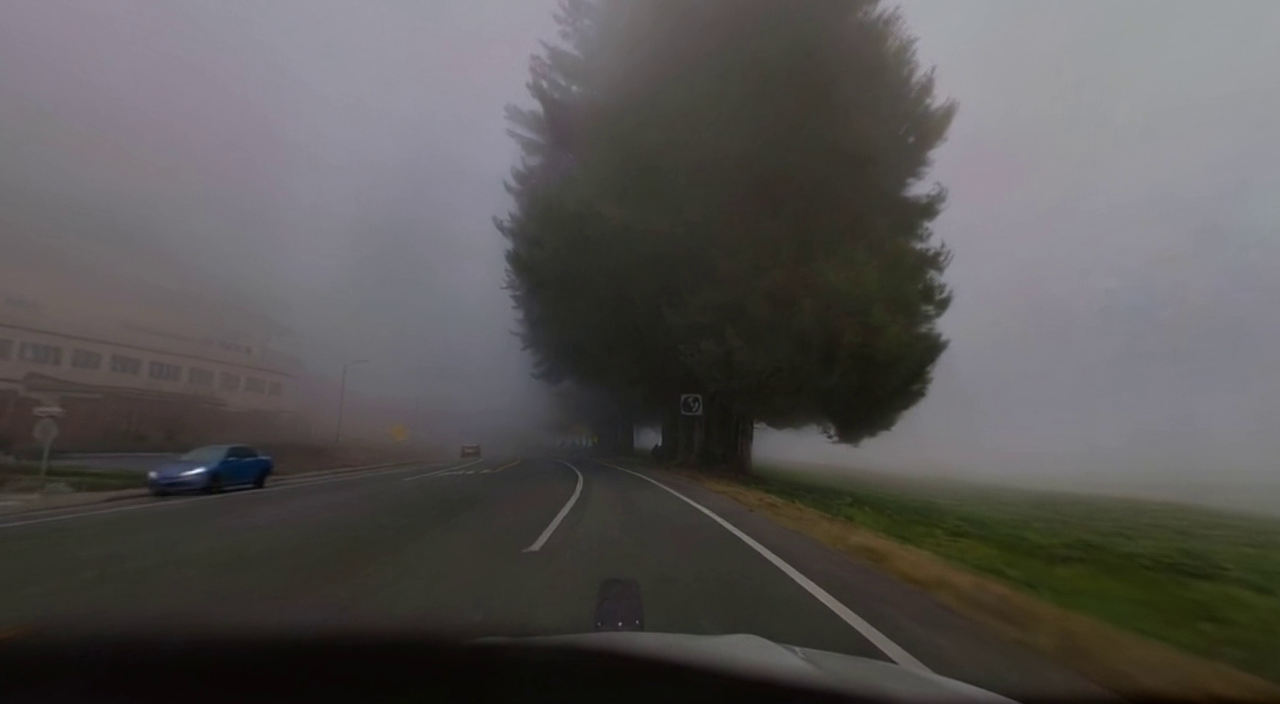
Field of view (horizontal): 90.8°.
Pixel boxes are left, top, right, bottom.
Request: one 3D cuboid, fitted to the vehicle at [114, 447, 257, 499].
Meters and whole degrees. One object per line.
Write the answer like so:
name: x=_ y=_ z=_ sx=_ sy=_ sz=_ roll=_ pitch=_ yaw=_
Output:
vehicle: x=-15.706 y=4.155 z=22.181 sx=1.993 sy=1.634 sz=4.268 roll=0 pitch=-9 yaw=-4
